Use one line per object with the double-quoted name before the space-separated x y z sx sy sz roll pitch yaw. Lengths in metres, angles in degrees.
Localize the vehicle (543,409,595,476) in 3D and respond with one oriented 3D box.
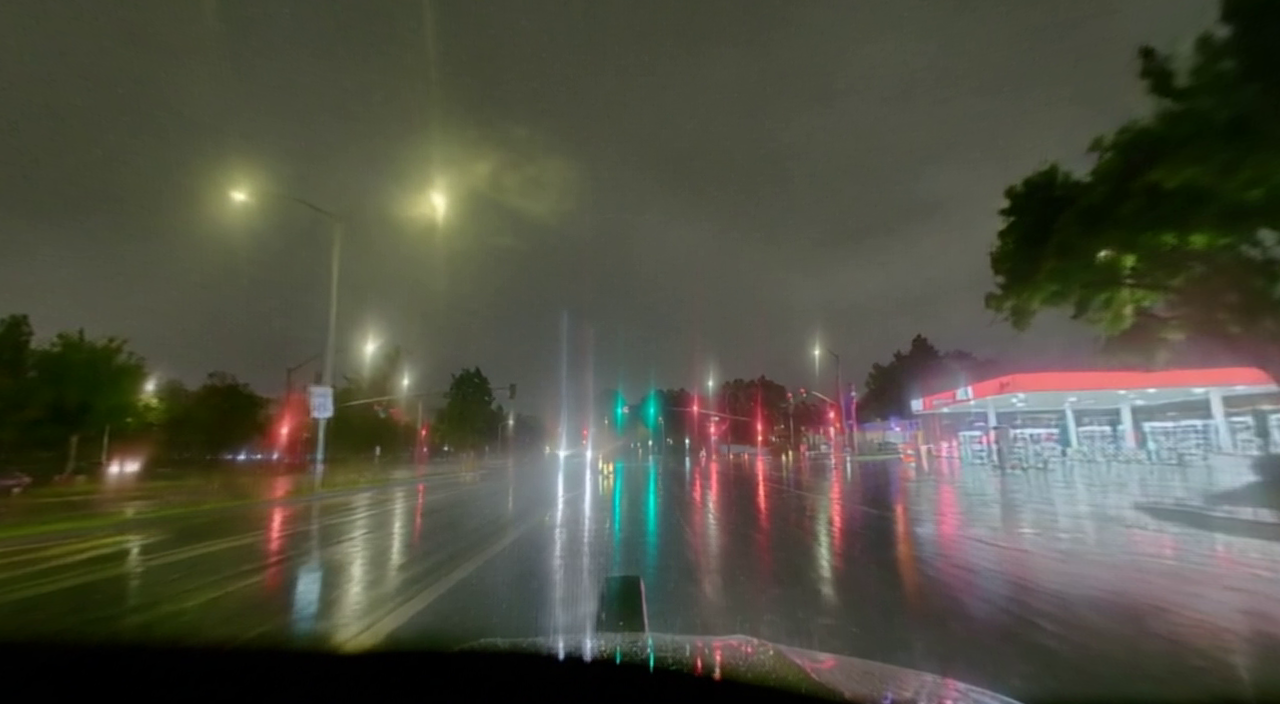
"vehicle" -4.036 5.156 36.234 2.637 3.576 3.006 -1 -7 -1
